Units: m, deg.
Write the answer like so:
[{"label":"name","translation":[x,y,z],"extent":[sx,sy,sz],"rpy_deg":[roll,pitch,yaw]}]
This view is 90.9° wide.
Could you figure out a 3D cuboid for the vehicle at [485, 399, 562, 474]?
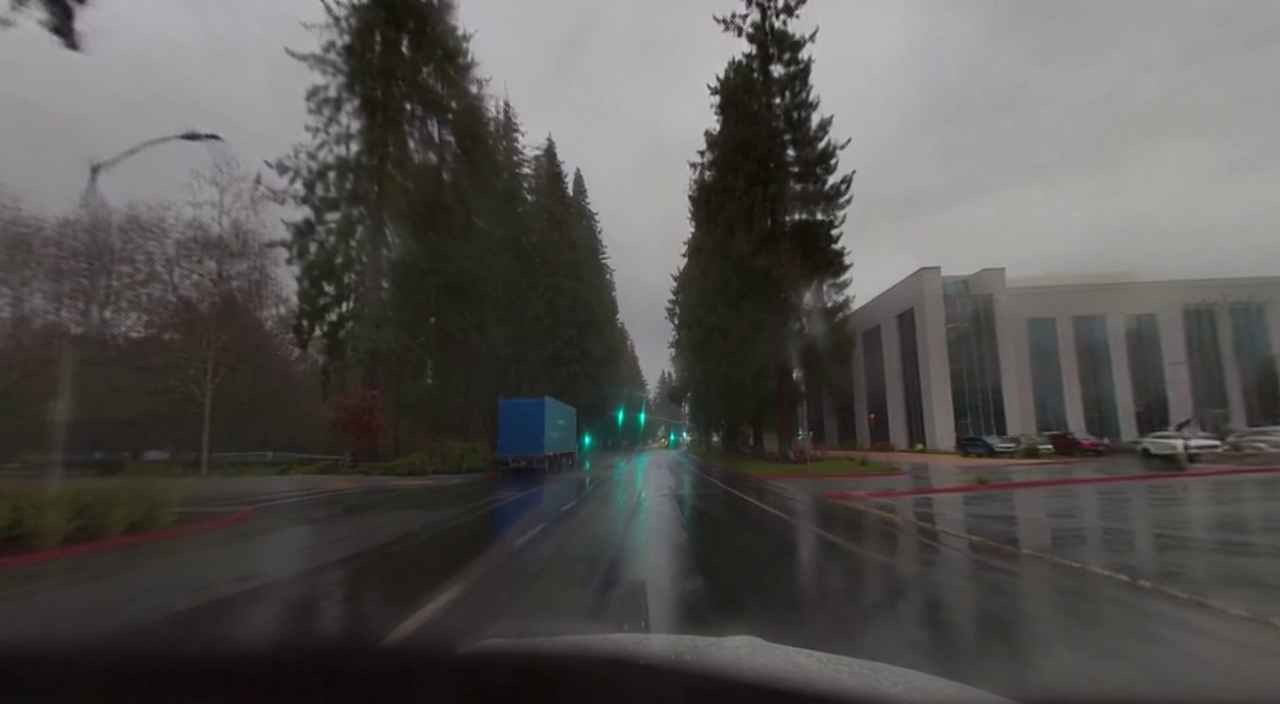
[{"label":"vehicle","translation":[-6.851,5.189,38.378],"extent":[3.053,4.058,8.110],"rpy_deg":[0,-9,0]}]
